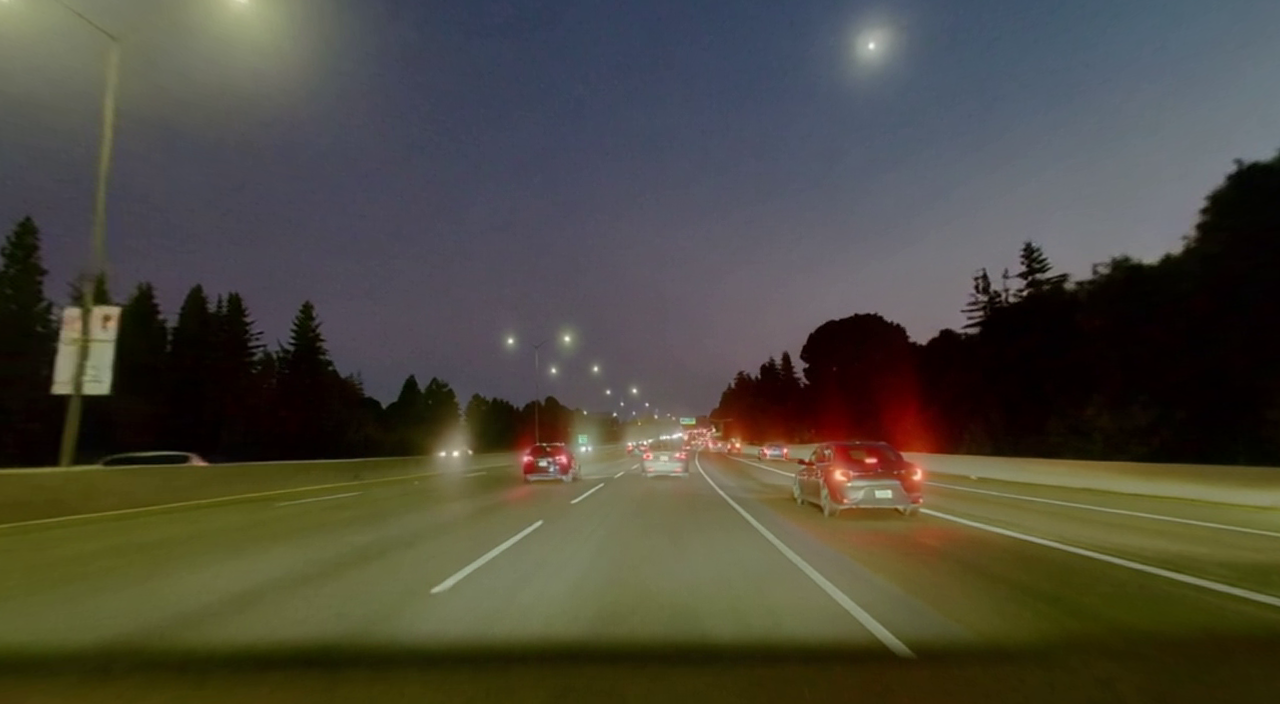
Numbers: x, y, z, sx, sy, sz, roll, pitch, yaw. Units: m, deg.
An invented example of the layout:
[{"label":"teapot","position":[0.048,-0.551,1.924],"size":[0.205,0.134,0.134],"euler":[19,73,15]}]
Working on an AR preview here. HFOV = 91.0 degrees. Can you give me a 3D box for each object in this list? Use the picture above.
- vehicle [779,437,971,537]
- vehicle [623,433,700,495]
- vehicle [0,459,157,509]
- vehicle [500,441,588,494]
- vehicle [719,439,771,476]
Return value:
[{"label":"vehicle","position":[4.128,2.423,11.976],"size":[1.999,1.514,4.338],"euler":[0,-9,1]},{"label":"vehicle","position":[0.671,3.488,19.984],"size":[2.181,1.728,3.970],"euler":[0,-9,2]},{"label":"vehicle","position":[-20.424,4.727,22.967],"size":[2.031,1.551,4.268],"euler":[0,-9,3]},{"label":"vehicle","position":[-2.981,3.684,20.466],"size":[2.012,1.495,4.169],"euler":[0,-9,3]},{"label":"vehicle","position":[5.322,5.410,32.538],"size":[2.063,1.710,4.591],"euler":[0,-9,2]}]
